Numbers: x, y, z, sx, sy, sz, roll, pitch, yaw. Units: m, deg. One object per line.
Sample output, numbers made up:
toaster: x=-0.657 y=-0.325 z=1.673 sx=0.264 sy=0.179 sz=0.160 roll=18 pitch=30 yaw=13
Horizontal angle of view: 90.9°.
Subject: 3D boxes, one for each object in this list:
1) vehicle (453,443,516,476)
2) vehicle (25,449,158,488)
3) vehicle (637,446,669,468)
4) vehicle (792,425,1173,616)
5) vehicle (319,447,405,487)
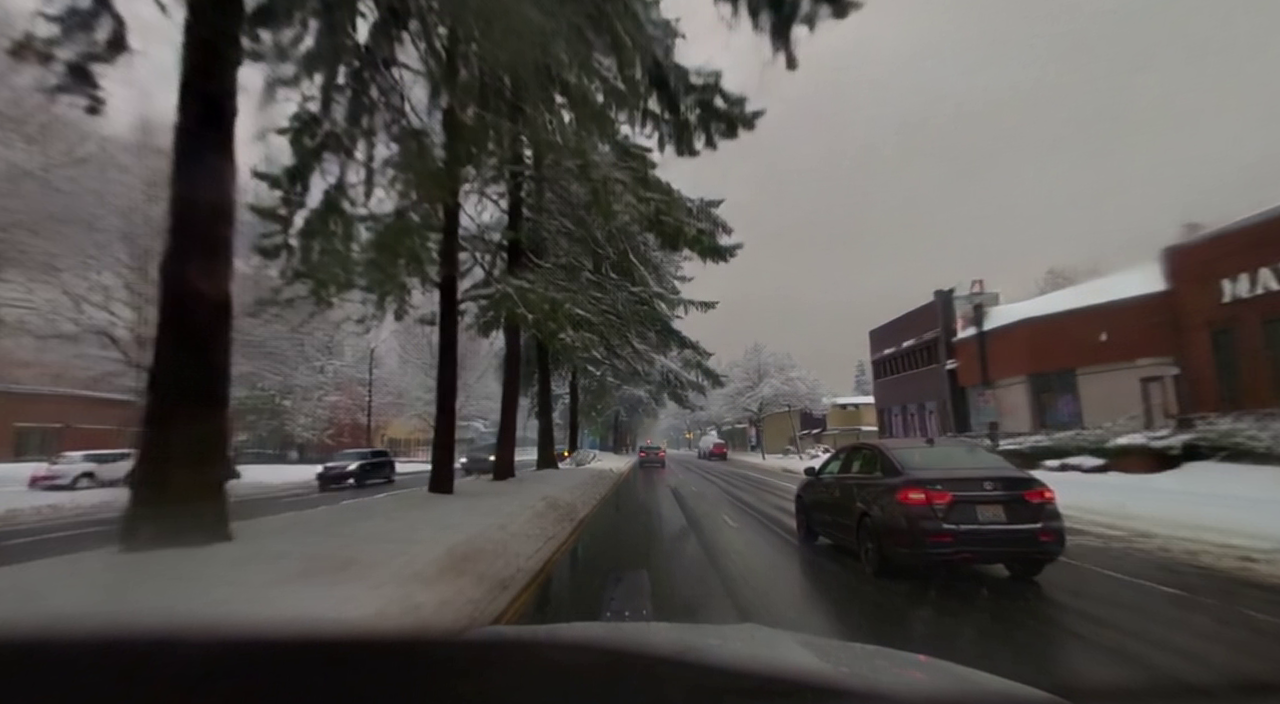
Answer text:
vehicle: x=-8.139 y=5.652 z=33.441 sx=2.013 sy=1.637 sz=4.479 roll=-1 pitch=-8 yaw=2
vehicle: x=-26.549 y=5.636 z=30.817 sx=1.913 sy=1.678 sz=5.017 roll=0 pitch=-8 yaw=1
vehicle: x=0.800 y=6.610 z=39.901 sx=1.945 sy=1.343 sz=3.827 roll=0 pitch=-8 yaw=0
vehicle: x=3.217 y=1.639 z=7.089 sx=1.989 sy=1.498 sz=4.050 roll=0 pitch=-8 yaw=0
vehicle: x=-11.912 y=4.947 z=27.356 sx=1.869 sy=1.529 sz=4.355 roll=-1 pitch=-9 yaw=-2
